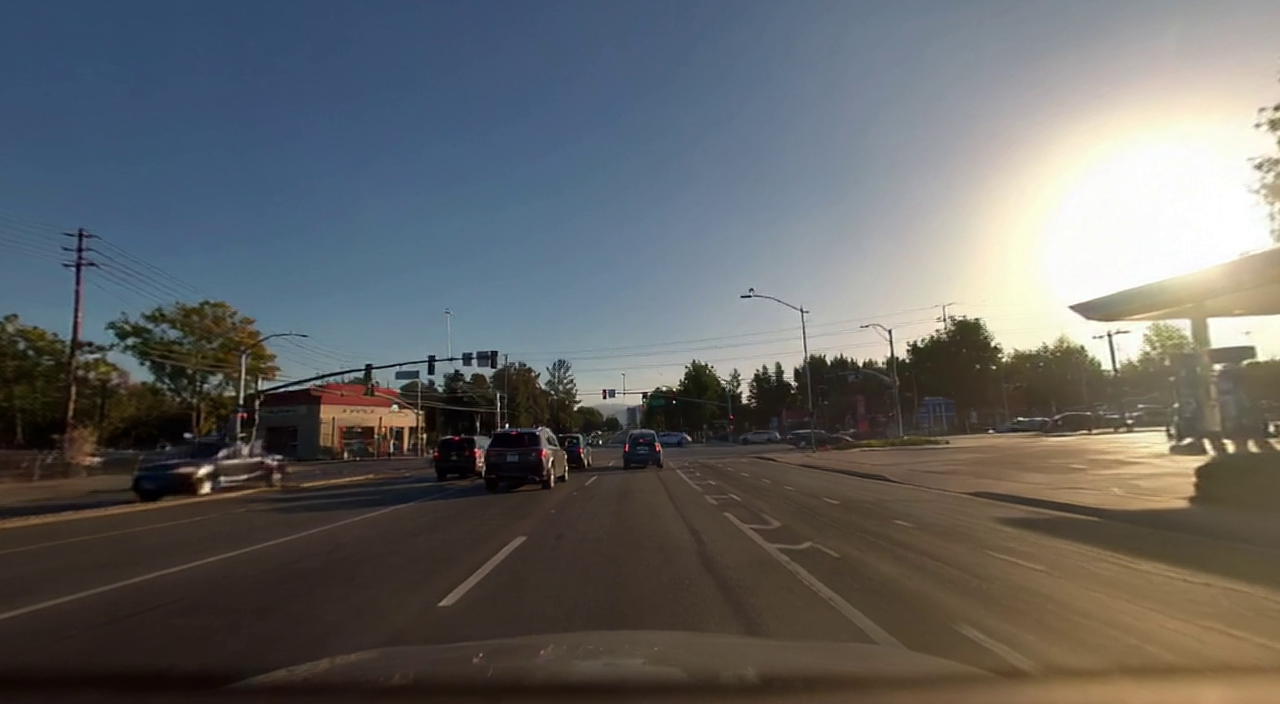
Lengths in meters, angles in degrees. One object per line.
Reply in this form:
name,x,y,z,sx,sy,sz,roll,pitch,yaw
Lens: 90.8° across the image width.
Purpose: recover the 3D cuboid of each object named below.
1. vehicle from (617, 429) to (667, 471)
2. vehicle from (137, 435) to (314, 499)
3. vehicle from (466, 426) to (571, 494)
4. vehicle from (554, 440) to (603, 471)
vehicle,0.111,4.697,30.426,2.224,1.819,5.005,0,-9,1
vehicle,-13.715,3.825,21.525,2.238,1.872,5.625,0,-9,-1
vehicle,-3.368,3.106,18.469,2.096,1.718,4.266,0,-9,2
vehicle,-2.990,5.155,31.693,1.881,1.424,4.098,0,-9,2
